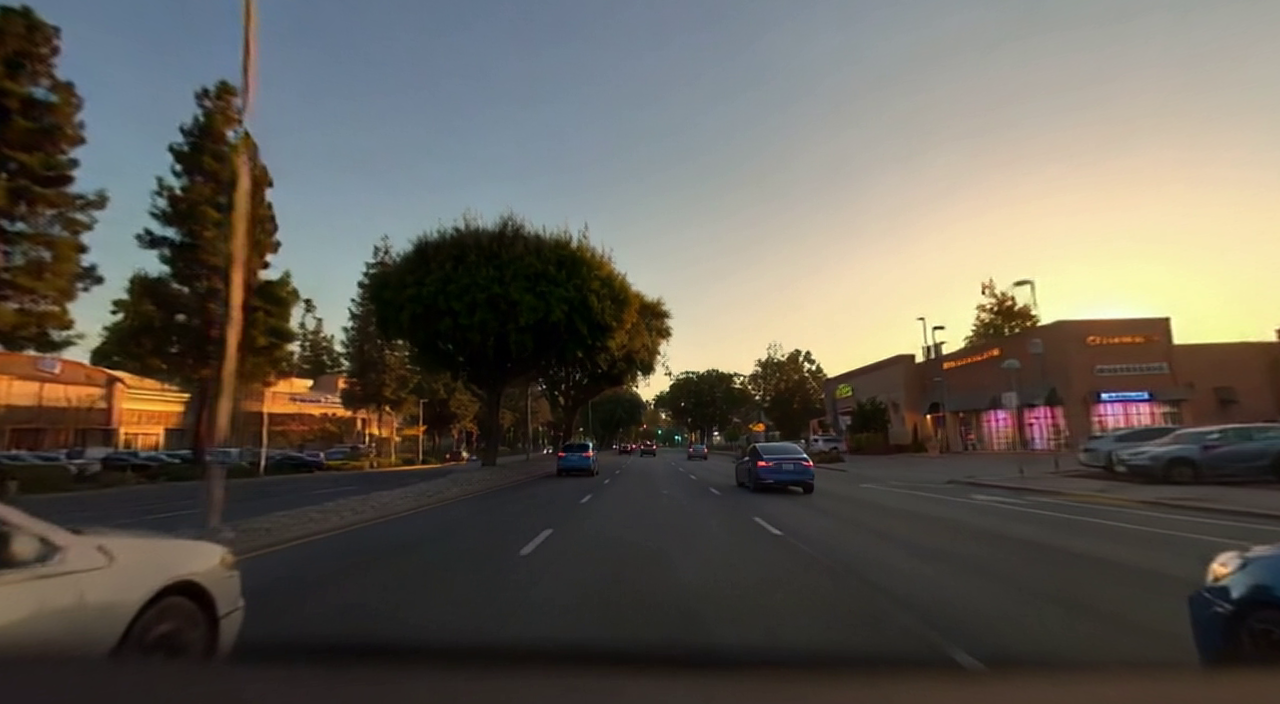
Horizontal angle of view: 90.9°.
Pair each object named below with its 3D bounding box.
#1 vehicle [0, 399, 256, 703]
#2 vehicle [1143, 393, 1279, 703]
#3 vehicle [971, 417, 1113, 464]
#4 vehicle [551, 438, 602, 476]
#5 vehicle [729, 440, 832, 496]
[{"bbox_3d":[-3.043,0.702,0.729,2.082,1.460,4.922,0,-8,0],"label":"vehicle"},{"bbox_3d":[3.468,0.649,0.668,1.976,1.491,4.714,0,-8,0],"label":"vehicle"},{"bbox_3d":[20.608,4.619,32.966,2.705,2.011,7.332,-3,-8,1],"label":"vehicle"},{"bbox_3d":[-3.040,5.148,31.236,1.981,1.731,4.360,0,-8,1],"label":"vehicle"},{"bbox_3d":[4.125,3.494,19.425,2.036,1.480,4.659,0,-8,-1],"label":"vehicle"}]
